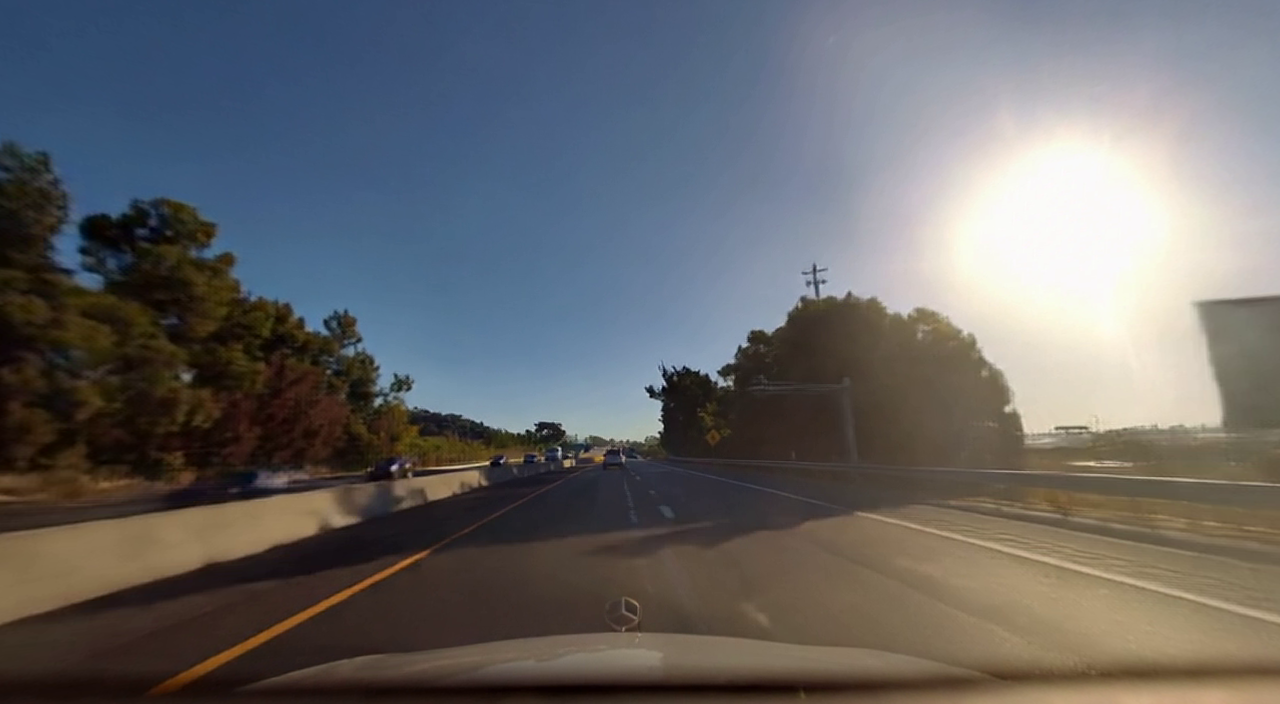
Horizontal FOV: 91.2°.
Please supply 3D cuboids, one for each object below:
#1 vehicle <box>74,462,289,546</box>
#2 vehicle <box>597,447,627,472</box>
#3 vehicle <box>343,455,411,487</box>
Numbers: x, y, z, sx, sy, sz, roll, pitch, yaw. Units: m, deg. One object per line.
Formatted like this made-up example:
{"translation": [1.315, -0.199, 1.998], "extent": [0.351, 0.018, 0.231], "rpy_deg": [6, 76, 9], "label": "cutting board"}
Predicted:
{"translation": [-9.811, 3.232, 13.890], "extent": [1.848, 1.454, 3.922], "rpy_deg": [0, -9, -2], "label": "vehicle"}
{"translation": [-2.046, 7.960, 46.584], "extent": [2.098, 1.692, 4.038], "rpy_deg": [0, -9, -2], "label": "vehicle"}
{"translation": [-15.159, 6.850, 36.390], "extent": [1.961, 1.621, 4.588], "rpy_deg": [0, -9, 0], "label": "vehicle"}
